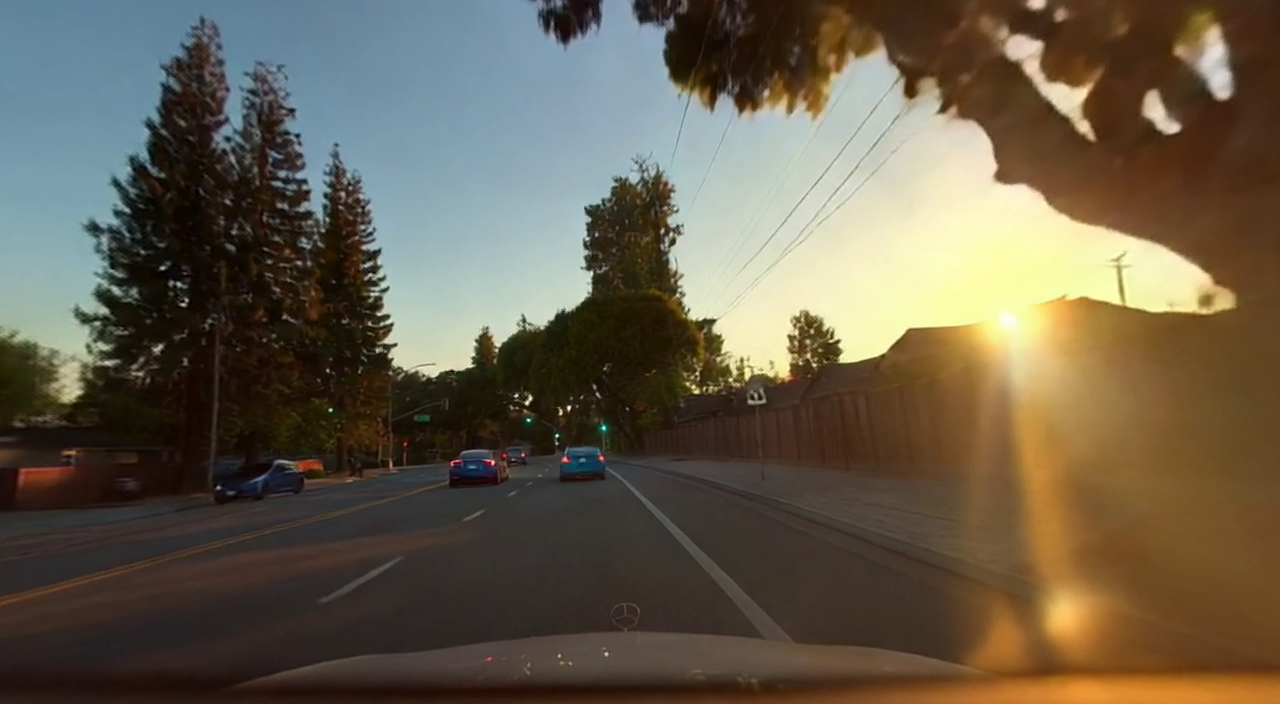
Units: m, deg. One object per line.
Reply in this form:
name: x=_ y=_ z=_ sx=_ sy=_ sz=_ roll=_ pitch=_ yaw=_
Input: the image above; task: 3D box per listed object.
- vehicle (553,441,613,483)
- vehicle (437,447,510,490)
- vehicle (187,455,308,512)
vehicle: x=-2.314 y=4.374 z=25.393 sx=2.168 sy=1.504 sz=4.284 roll=0 pitch=-9 yaw=-6
vehicle: x=-6.196 y=4.350 z=23.960 sx=1.913 sy=1.425 sz=4.235 roll=0 pitch=-9 yaw=-4
vehicle: x=-16.911 y=5.638 z=27.675 sx=2.094 sy=2.000 sz=5.603 roll=1 pitch=-7 yaw=-5
